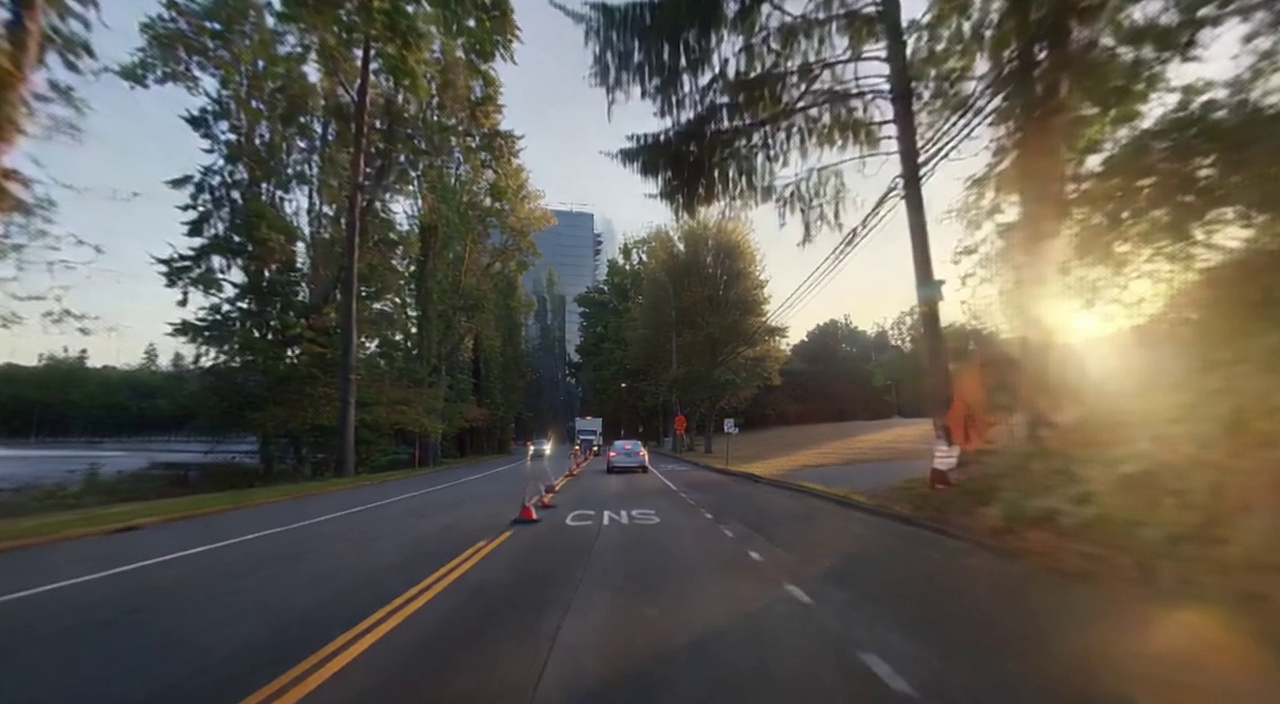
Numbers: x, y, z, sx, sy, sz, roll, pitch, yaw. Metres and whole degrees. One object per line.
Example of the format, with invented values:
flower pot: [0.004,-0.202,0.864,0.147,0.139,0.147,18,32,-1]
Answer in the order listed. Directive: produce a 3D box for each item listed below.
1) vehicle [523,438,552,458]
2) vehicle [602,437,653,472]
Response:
vehicle: [-7.890,7.435,48.992,2.019,1.492,4.091,1,-8,-7]
vehicle: [-0.590,4.656,28.919,2.186,1.463,4.356,0,-8,-2]
